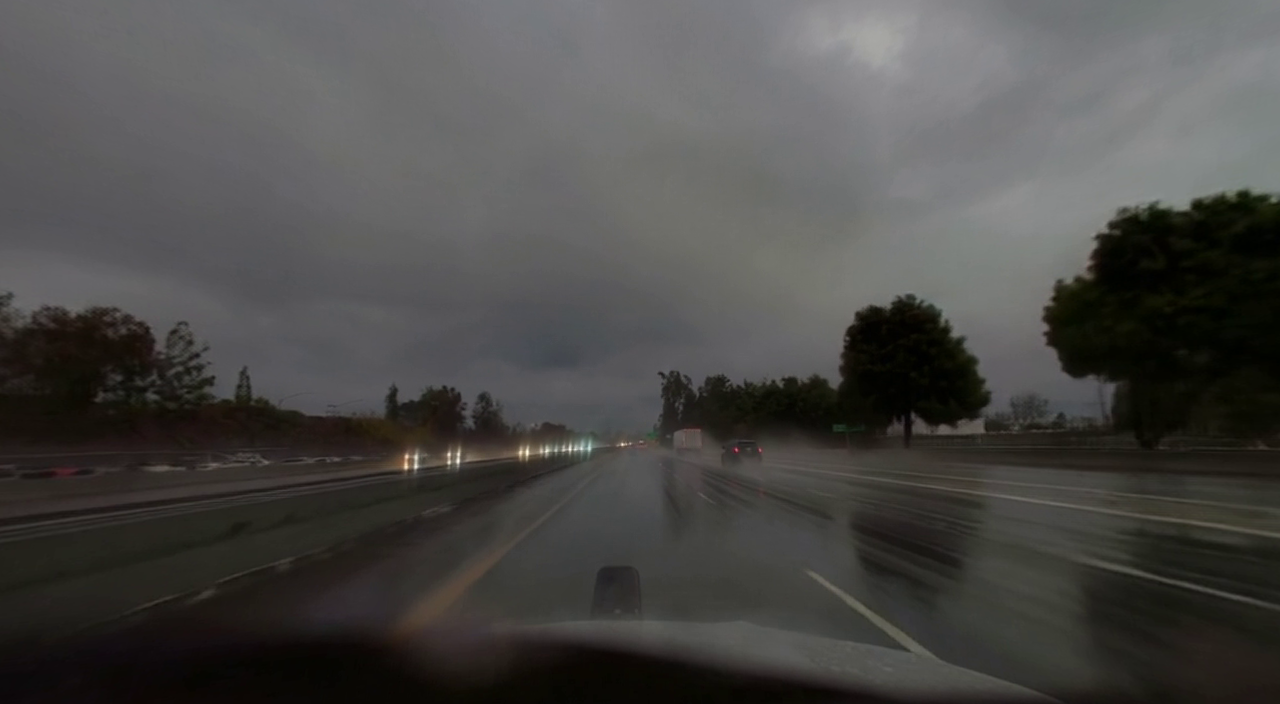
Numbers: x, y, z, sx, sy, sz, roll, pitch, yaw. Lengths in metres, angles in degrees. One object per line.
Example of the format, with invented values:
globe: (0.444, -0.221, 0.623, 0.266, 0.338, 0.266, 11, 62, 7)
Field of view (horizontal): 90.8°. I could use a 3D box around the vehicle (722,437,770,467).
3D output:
vehicle: (6.325, 6.030, 38.333, 2.030, 1.706, 4.279, 0, -9, -2)
